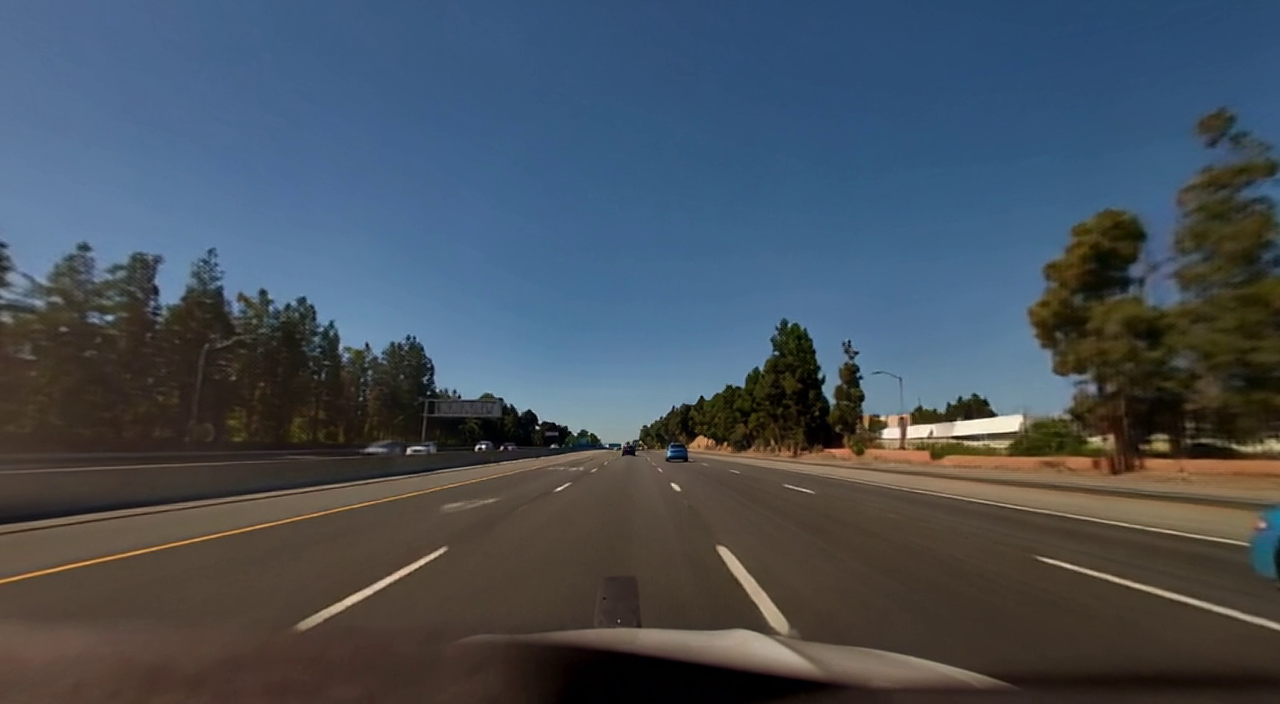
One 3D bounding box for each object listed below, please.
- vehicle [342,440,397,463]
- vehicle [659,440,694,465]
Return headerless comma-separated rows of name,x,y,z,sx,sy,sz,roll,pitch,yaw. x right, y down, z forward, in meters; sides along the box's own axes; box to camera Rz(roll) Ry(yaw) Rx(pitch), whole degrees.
vehicle,-18.160,6.701,42.625,1.887,1.491,4.016,0,-9,0
vehicle,2.515,7.095,44.801,2.127,1.692,4.382,0,-9,-1
